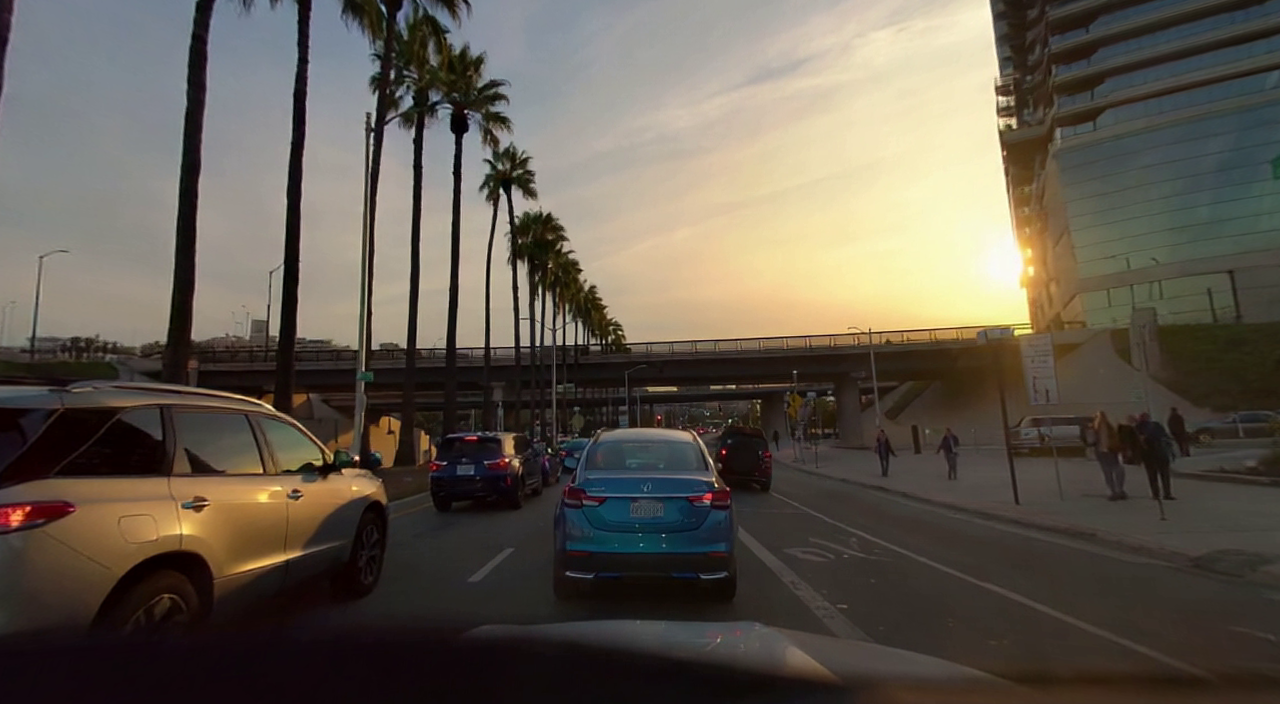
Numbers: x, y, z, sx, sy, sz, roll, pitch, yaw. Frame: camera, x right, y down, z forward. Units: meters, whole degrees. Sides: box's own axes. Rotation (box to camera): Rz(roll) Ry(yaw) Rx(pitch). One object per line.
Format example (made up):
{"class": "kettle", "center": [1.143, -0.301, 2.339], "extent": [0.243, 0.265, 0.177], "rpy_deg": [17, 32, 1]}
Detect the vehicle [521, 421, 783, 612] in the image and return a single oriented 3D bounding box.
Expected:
{"class": "vehicle", "center": [0.073, 1.586, 7.039], "extent": [2.036, 1.461, 4.129], "rpy_deg": [0, -8, -1]}

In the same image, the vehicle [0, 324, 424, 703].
{"class": "vehicle", "center": [-3.249, 1.074, 4.190], "extent": [2.014, 1.740, 4.359], "rpy_deg": [0, -8, 1]}

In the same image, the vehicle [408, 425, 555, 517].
{"class": "vehicle", "center": [-3.161, 2.467, 13.551], "extent": [1.955, 1.637, 4.032], "rpy_deg": [0, -8, 2]}
